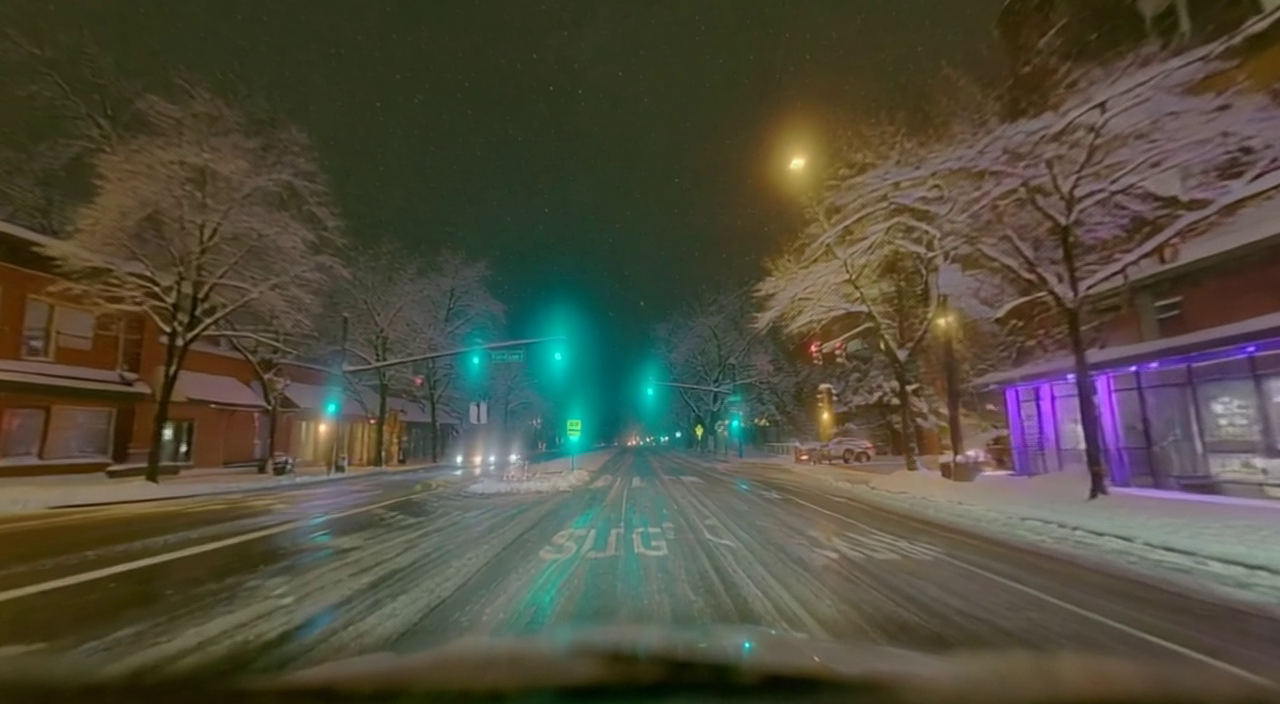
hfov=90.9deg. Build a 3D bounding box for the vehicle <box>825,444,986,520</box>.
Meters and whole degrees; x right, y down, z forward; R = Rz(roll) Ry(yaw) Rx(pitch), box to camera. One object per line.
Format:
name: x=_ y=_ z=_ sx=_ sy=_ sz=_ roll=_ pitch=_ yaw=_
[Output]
vehicle: x=6.056 y=2.983 z=15.054 sx=1.906 sy=1.523 sz=4.336 roll=0 pitch=-9 yaw=-1
